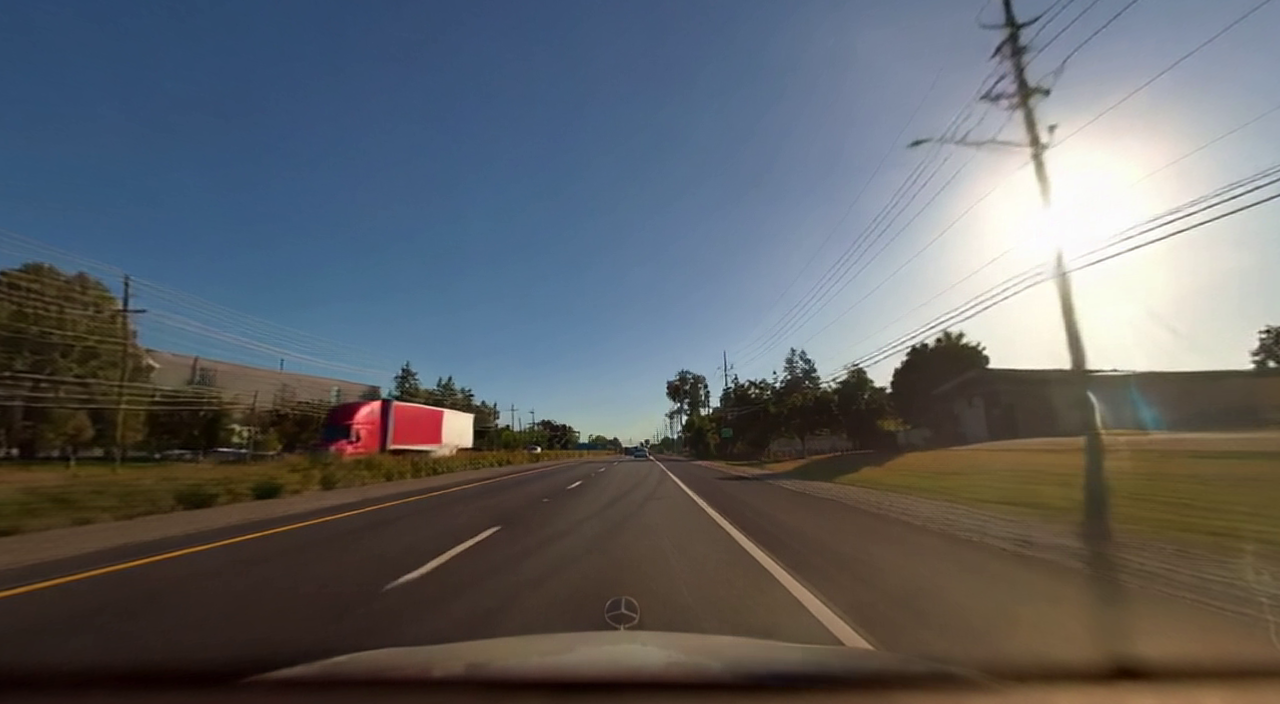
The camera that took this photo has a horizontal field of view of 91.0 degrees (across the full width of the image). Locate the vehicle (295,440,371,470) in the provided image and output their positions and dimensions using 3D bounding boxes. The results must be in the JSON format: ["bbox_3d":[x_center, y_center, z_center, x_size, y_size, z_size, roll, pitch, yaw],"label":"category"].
[{"bbox_3d":[-21.263,7.181,43.996,2.260,1.934,5.875,0,-9,1],"label":"vehicle"}]
